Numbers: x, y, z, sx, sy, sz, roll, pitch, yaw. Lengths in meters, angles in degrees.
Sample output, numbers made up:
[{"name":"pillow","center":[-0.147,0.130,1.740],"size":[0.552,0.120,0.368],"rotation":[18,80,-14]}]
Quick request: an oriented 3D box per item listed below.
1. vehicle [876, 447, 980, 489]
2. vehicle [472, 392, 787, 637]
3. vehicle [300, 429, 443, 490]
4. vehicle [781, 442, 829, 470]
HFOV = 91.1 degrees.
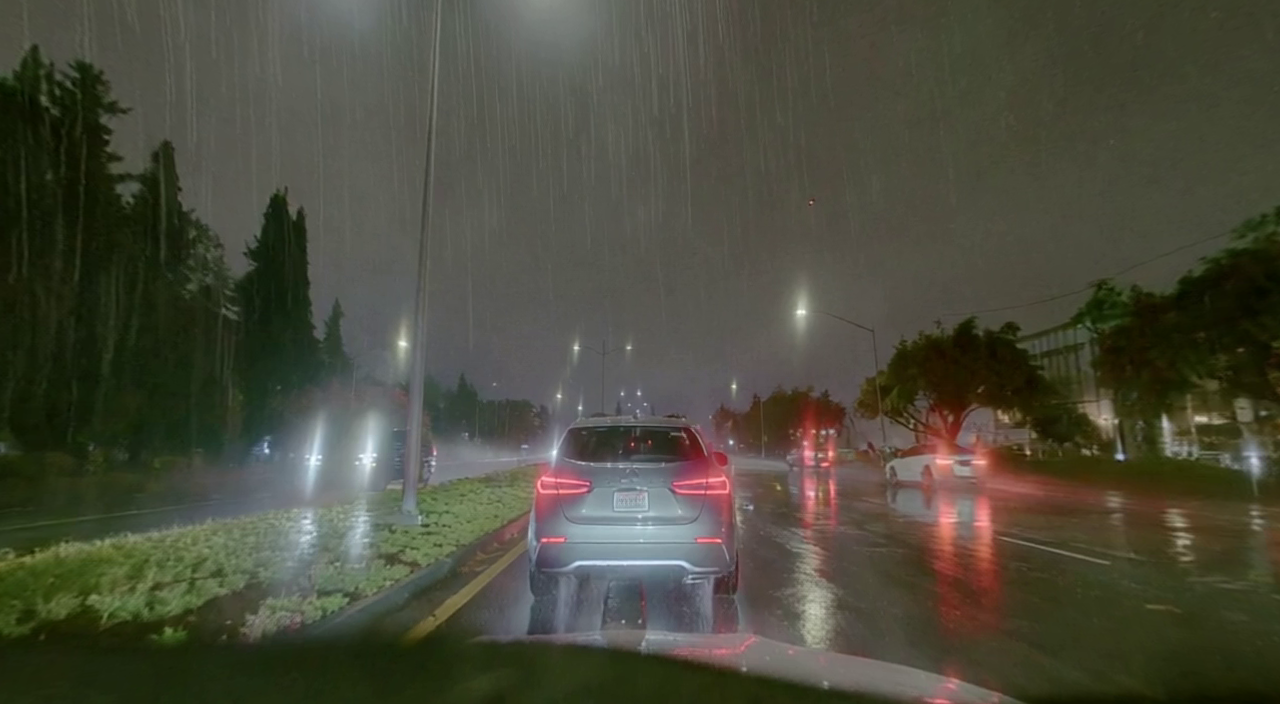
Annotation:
[{"name":"vehicle","center":[10.724,4.325,23.726],"size":[1.872,1.415,4.271],"rotation":[0,-9,0]},{"name":"vehicle","center":[-0.083,1.428,6.460],"size":[2.172,1.694,4.055],"rotation":[0,-9,0]},{"name":"vehicle","center":[-9.537,3.892,23.065],"size":[2.575,1.940,5.755],"rotation":[0,-9,1]},{"name":"vehicle","center":[10.836,6.826,41.524],"size":[1.908,1.724,4.516],"rotation":[0,-9,-1]}]
